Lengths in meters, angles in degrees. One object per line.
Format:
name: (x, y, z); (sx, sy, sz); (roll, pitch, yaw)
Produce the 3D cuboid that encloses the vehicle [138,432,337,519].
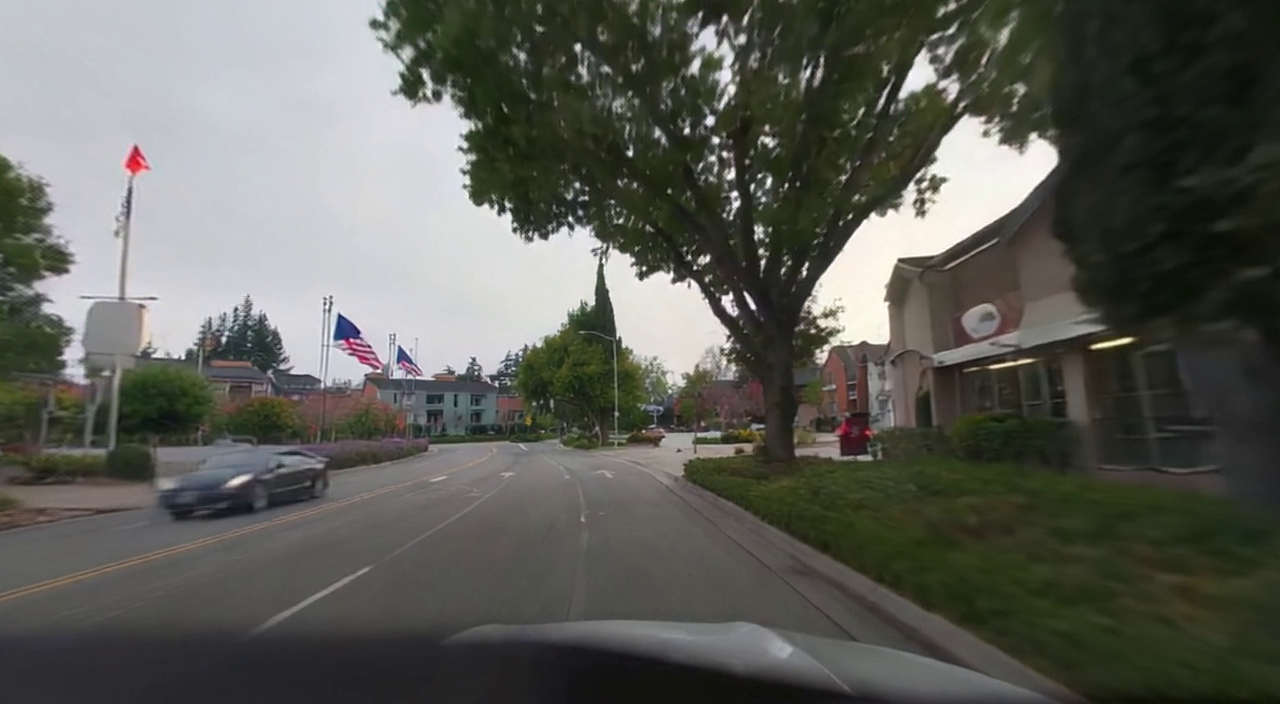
vehicle: (-8.075, 2.455, 13.138); (1.912, 1.500, 3.772); (0, -8, -6)
